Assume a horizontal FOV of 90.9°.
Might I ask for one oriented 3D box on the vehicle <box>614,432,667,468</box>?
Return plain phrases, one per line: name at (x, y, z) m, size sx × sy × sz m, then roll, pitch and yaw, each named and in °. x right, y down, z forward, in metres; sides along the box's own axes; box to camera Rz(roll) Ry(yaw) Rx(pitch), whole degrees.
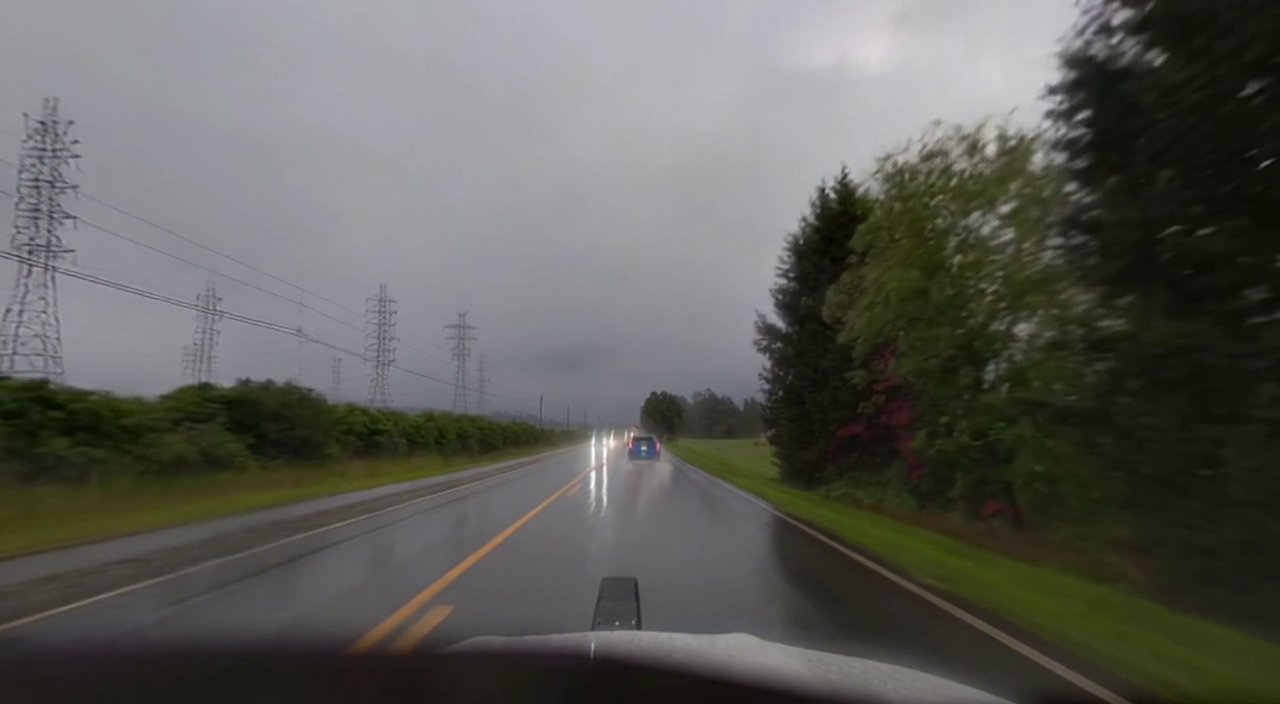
vehicle at (-0.023, 4.387, 28.455) m, size 2.241 × 1.471 × 3.829 m, roll 0°, pitch -8°, yaw -2°
